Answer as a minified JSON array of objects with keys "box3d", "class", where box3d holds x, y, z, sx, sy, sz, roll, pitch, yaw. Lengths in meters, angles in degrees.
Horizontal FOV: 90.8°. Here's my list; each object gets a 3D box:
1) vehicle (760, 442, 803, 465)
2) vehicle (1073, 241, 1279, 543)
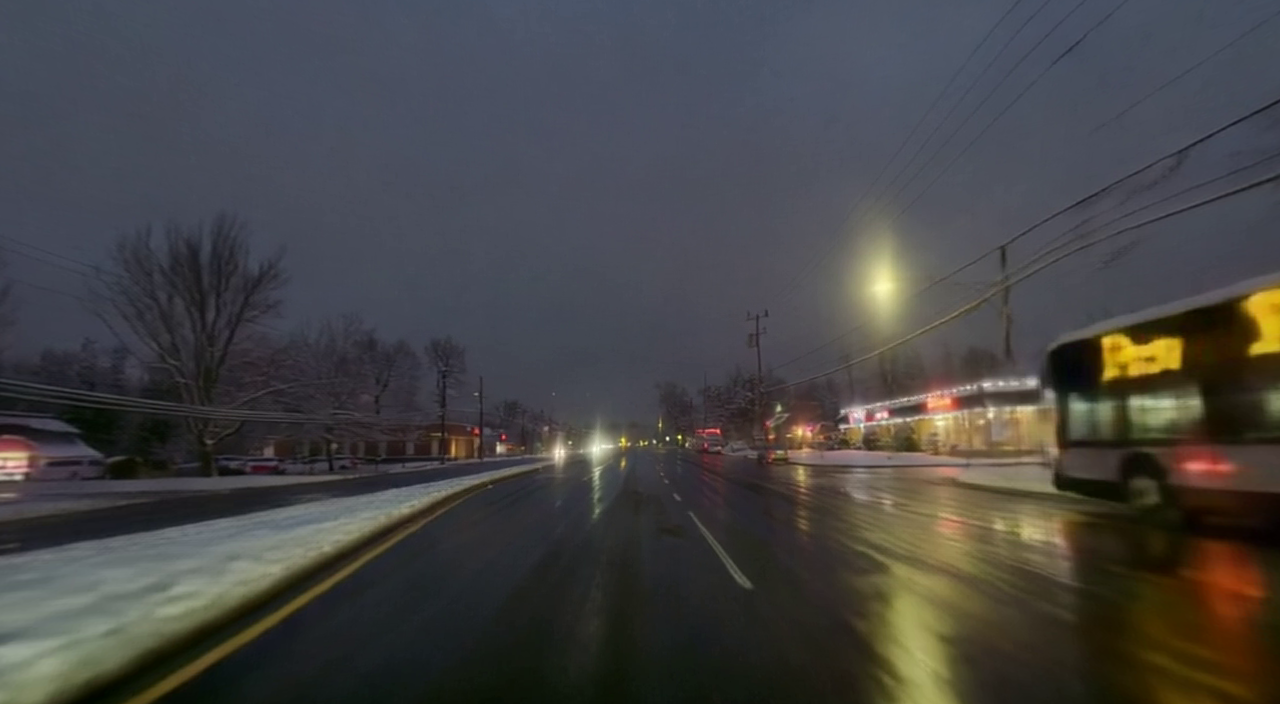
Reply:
[{"box3d":[10.069,7.257,45.309,1.886,1.556,4.513,0,-8,-2],"class":"vehicle"},{"box3d":[9.830,0.428,7.588,3.017,3.888,8.508,0,-8,-1],"class":"vehicle"}]
